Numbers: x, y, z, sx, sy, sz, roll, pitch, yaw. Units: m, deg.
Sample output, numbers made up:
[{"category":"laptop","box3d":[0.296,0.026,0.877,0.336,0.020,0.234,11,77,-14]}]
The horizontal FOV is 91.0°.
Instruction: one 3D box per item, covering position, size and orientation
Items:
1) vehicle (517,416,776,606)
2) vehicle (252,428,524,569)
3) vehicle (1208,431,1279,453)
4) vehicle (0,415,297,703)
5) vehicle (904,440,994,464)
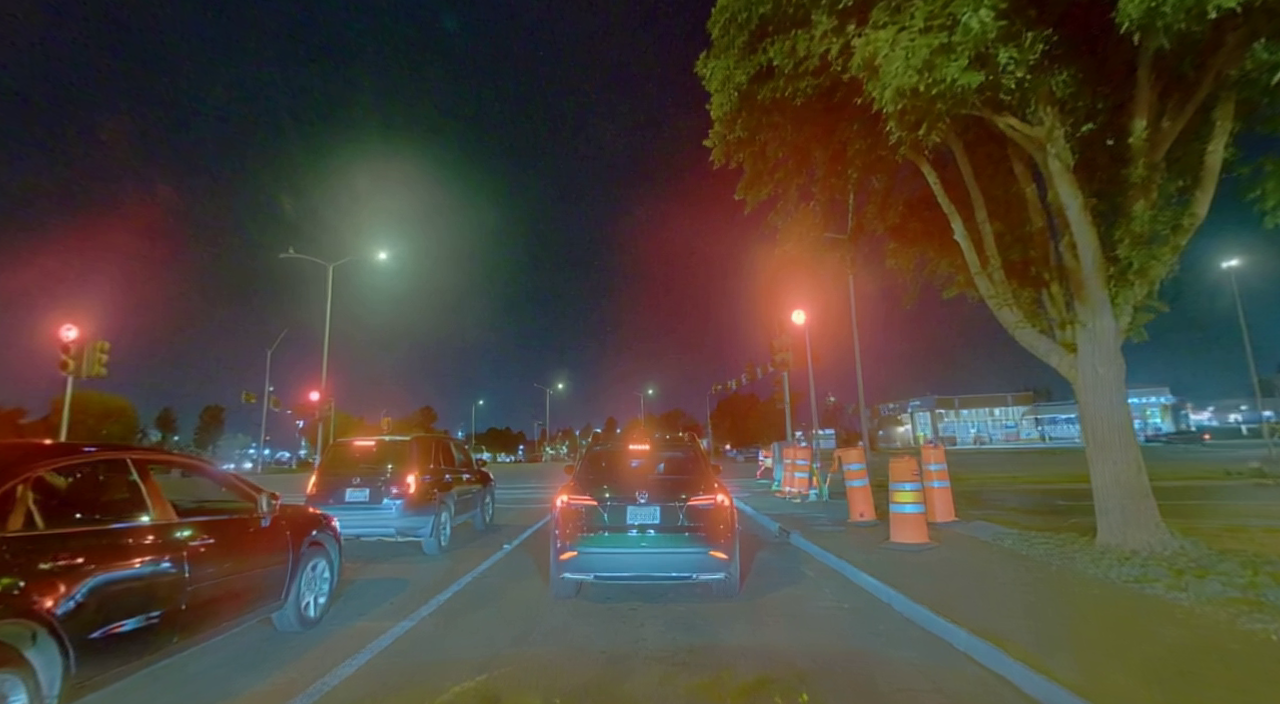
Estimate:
[{"category":"vehicle","box3d":[0.100,1.621,7.212,2.167,1.560,3.676,0,-9,1]},{"category":"vehicle","box3d":[-3.267,1.996,9.445,1.989,1.541,4.626,0,-9,3]},{"category":"vehicle","box3d":[48.263,7.159,49.878,4.672,1.676,1.867,1,-9,0]},{"category":"vehicle","box3d":[-3.585,0.948,2.166,2.064,1.497,4.722,0,-9,1]},{"category":"vehicle","box3d":[20.076,6.502,41.052,4.807,1.504,1.837,0,-9,2]}]
